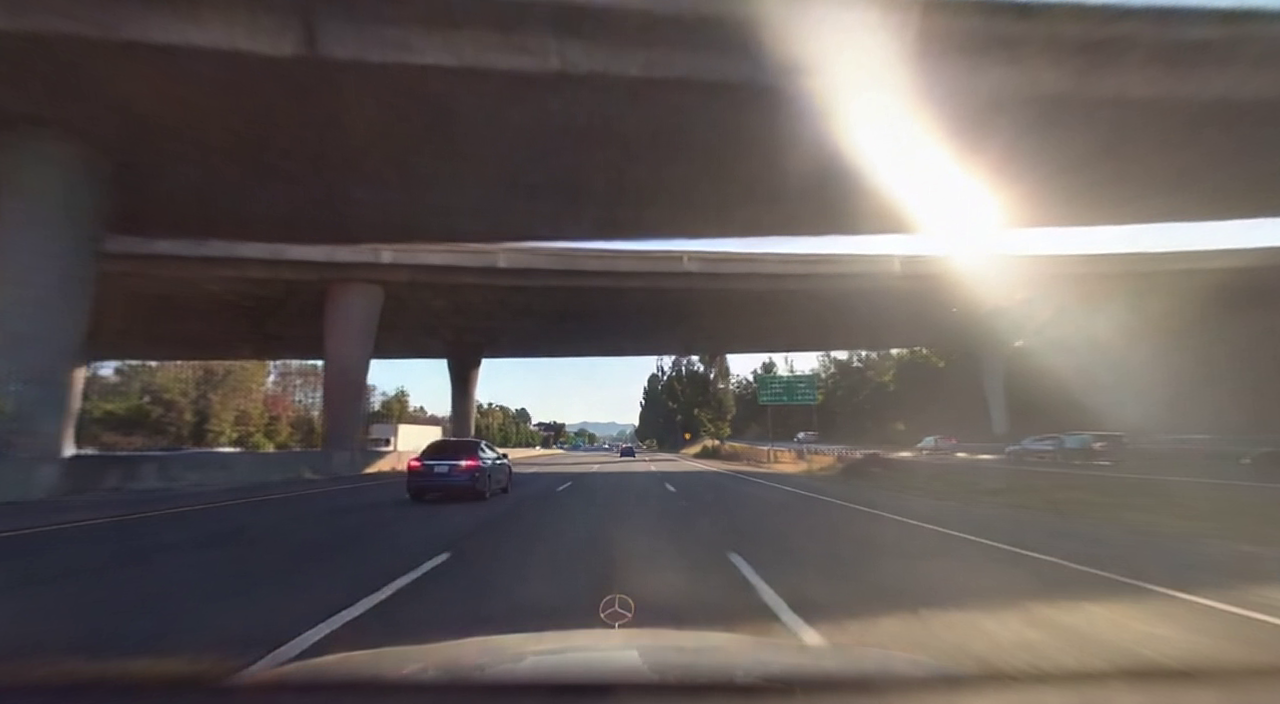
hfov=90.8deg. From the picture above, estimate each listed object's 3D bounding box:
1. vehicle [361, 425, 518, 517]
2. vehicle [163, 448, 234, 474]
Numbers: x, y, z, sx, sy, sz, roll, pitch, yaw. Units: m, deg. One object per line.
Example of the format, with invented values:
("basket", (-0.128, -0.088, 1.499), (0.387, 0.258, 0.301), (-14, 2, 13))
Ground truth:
("vehicle", (-4.281, 2.626, 14.447), (2.102, 1.727, 4.704), (0, -9, -1))
("vehicle", (-25.237, 6.219, 36.233), (1.495, 1.364, 3.350), (-1, -9, 4))
